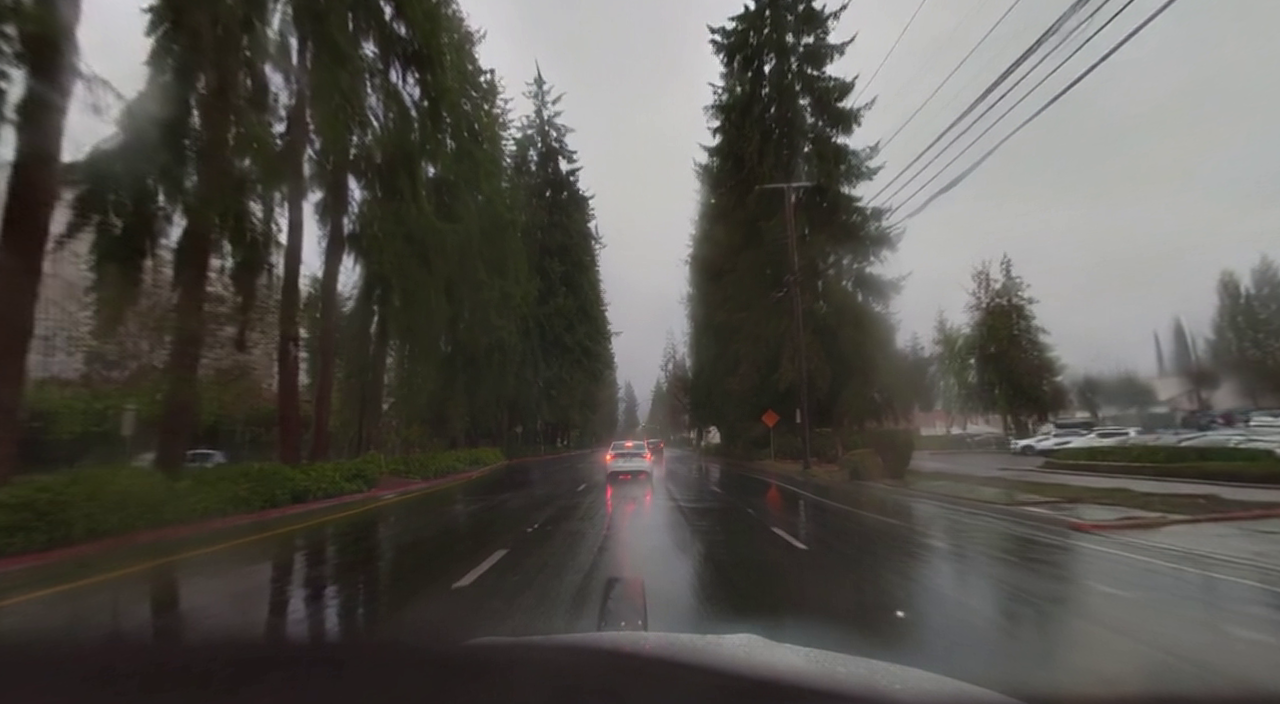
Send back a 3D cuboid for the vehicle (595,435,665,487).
[{"bbox_3d":[-0.280,3.433,20.085,1.991,1.463,3.988,0,-8,0],"label":"vehicle"}]
